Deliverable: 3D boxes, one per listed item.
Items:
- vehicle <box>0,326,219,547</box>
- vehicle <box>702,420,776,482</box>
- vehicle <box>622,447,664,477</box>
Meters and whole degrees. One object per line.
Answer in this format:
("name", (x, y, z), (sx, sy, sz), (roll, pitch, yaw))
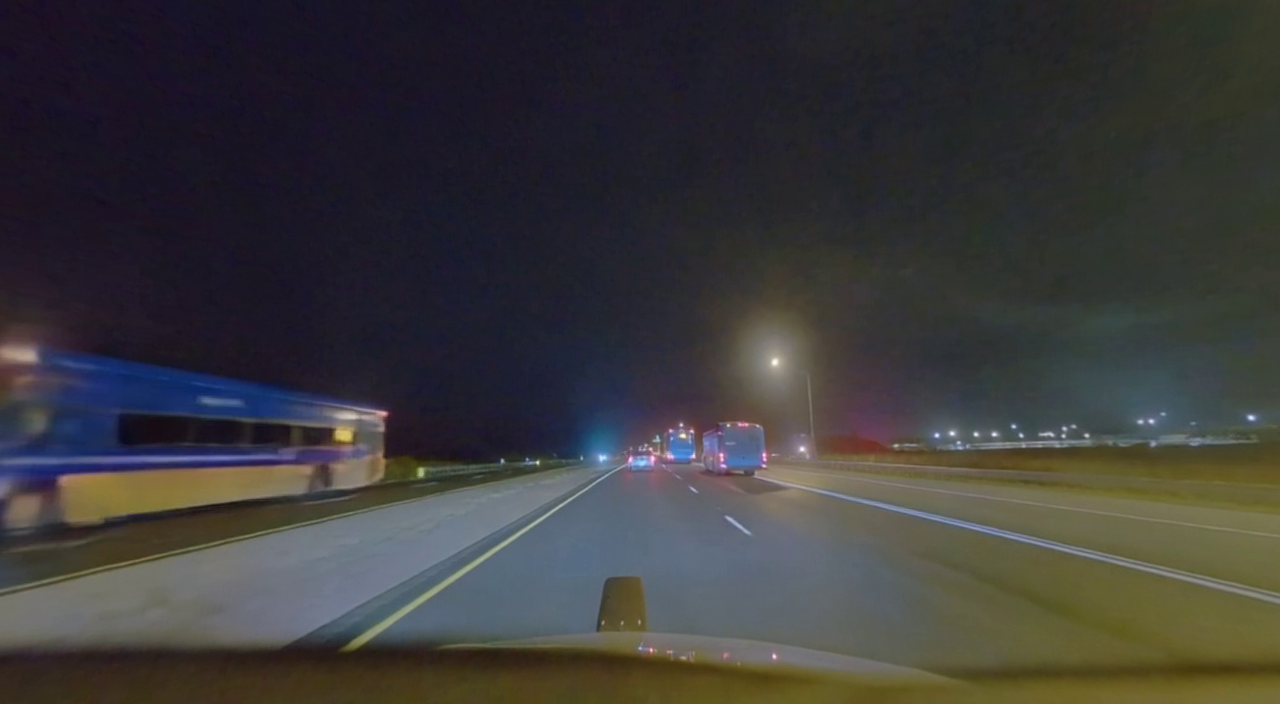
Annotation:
("vehicle", (-13.207, 1.958, 14.127), (2.999, 4.011, 6.198), (0, -9, 1))
("vehicle", (4.467, 4.624, 29.489), (2.440, 2.555, 5.957), (0, -9, 0))
("vehicle", (0.132, 5.617, 32.307), (2.004, 1.449, 3.817), (0, -9, 0))
